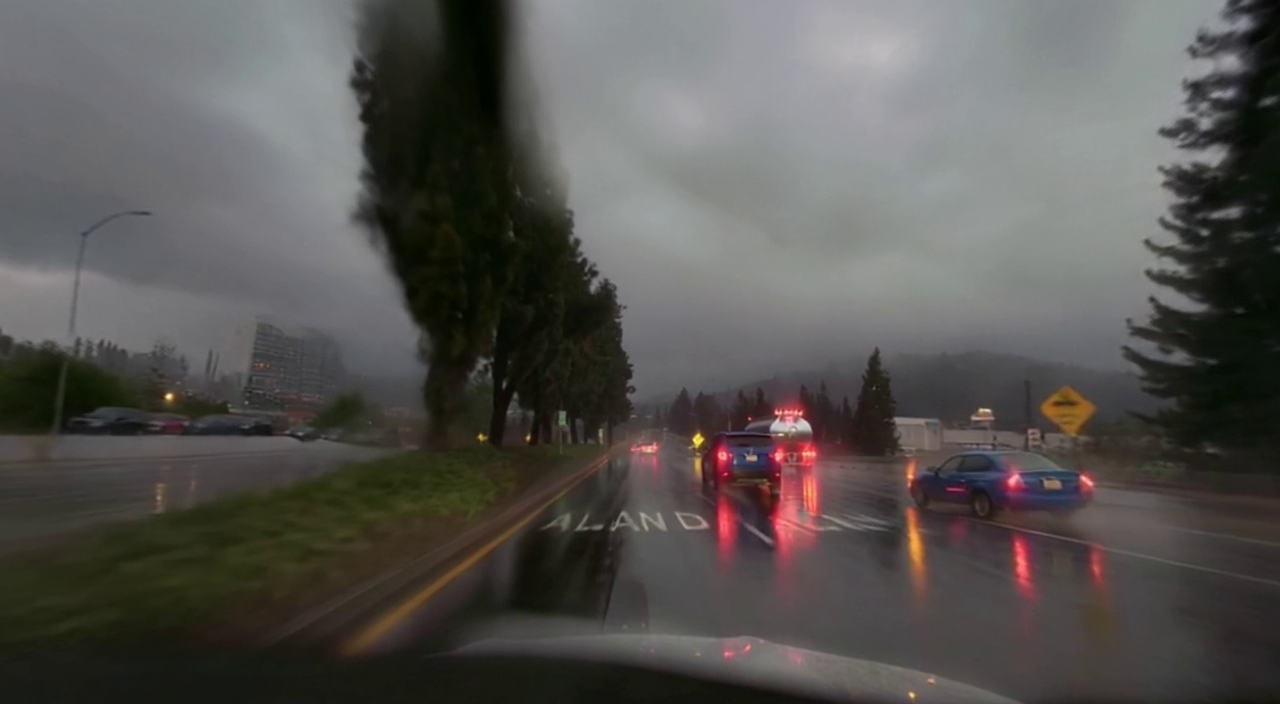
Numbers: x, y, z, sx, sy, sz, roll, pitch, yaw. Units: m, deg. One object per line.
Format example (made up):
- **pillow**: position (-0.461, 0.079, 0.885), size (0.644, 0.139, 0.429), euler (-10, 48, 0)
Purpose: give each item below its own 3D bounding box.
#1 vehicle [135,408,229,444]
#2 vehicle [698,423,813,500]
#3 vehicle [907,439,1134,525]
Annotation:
- **vehicle**: position (-29.083, 4.690, 40.041), size (4.573, 1.751, 2.109), euler (4, -6, 12)
- **vehicle**: position (2.825, 2.817, 16.574), size (2.045, 1.729, 4.532), euler (0, -8, -1)
- **vehicle**: position (7.656, 2.617, 13.326), size (1.966, 1.476, 4.270), euler (0, -8, -3)
